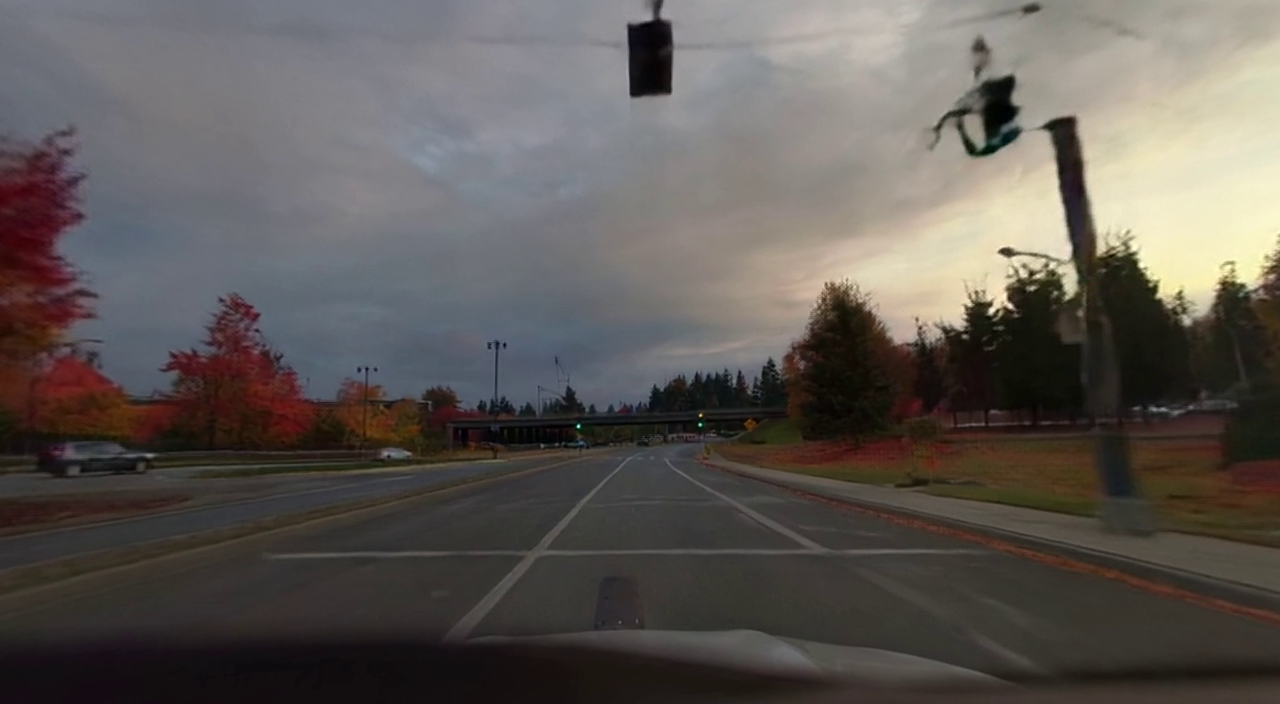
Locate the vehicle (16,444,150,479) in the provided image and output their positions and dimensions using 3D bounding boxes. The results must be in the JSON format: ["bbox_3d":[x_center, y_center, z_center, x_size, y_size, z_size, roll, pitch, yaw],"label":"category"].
[{"bbox_3d":[-33.821,6.604,38.493,2.242,1.955,5.600,-3,-9,19],"label":"vehicle"}]
